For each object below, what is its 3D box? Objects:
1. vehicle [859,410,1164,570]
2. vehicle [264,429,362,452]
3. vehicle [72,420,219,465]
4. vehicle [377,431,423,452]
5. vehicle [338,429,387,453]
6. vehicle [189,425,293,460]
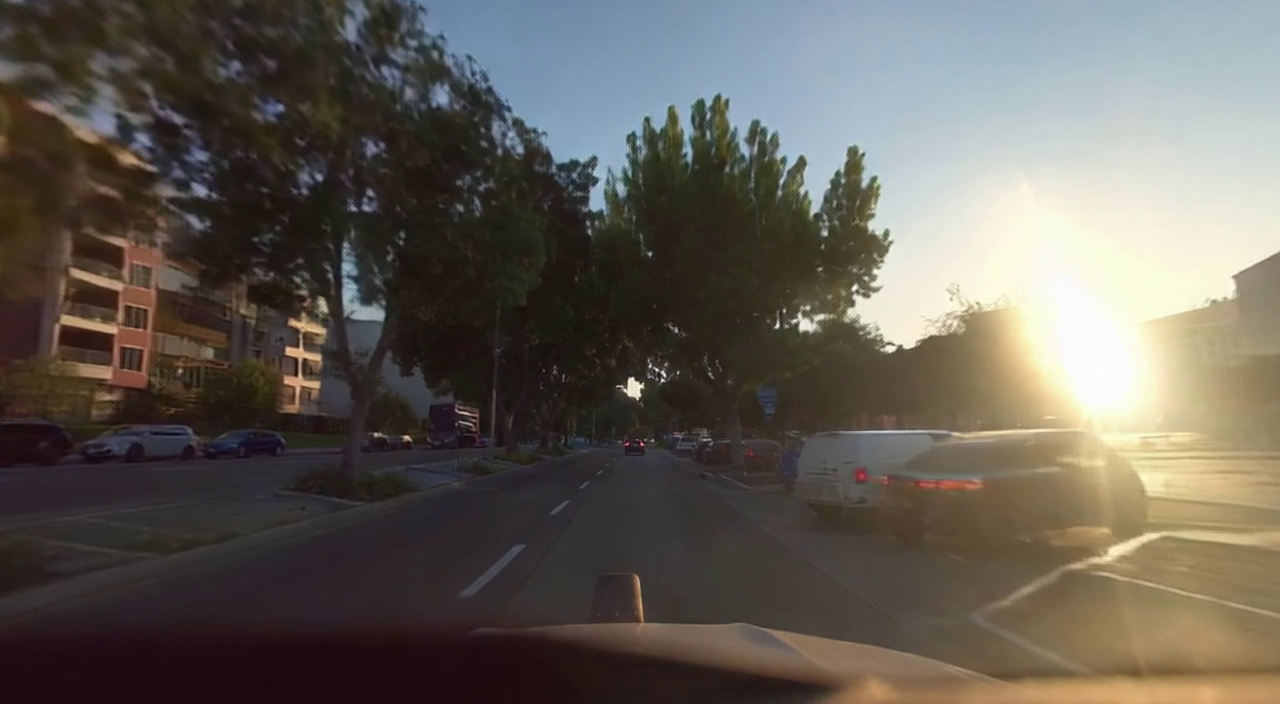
[{"bbox_3d":[4.714,1.582,7.930,3.531,1.529,1.903,5,-10,-35],"label":"vehicle"},{"bbox_3d":[-19.178,5.273,37.324,2.389,1.206,6.247,-1,-8,1],"label":"vehicle"},{"bbox_3d":[-18.434,3.421,23.798,1.811,1.502,4.639,-1,-8,0],"label":"vehicle"},{"bbox_3d":[-18.847,7.074,49.622,1.909,1.518,4.459,-1,-8,0],"label":"vehicle"},{"bbox_3d":[-19.165,6.190,43.633,1.792,1.554,3.682,0,-8,-1],"label":"vehicle"},{"bbox_3d":[-18.730,4.305,29.865,1.869,1.494,4.833,0,-8,-1],"label":"vehicle"}]
